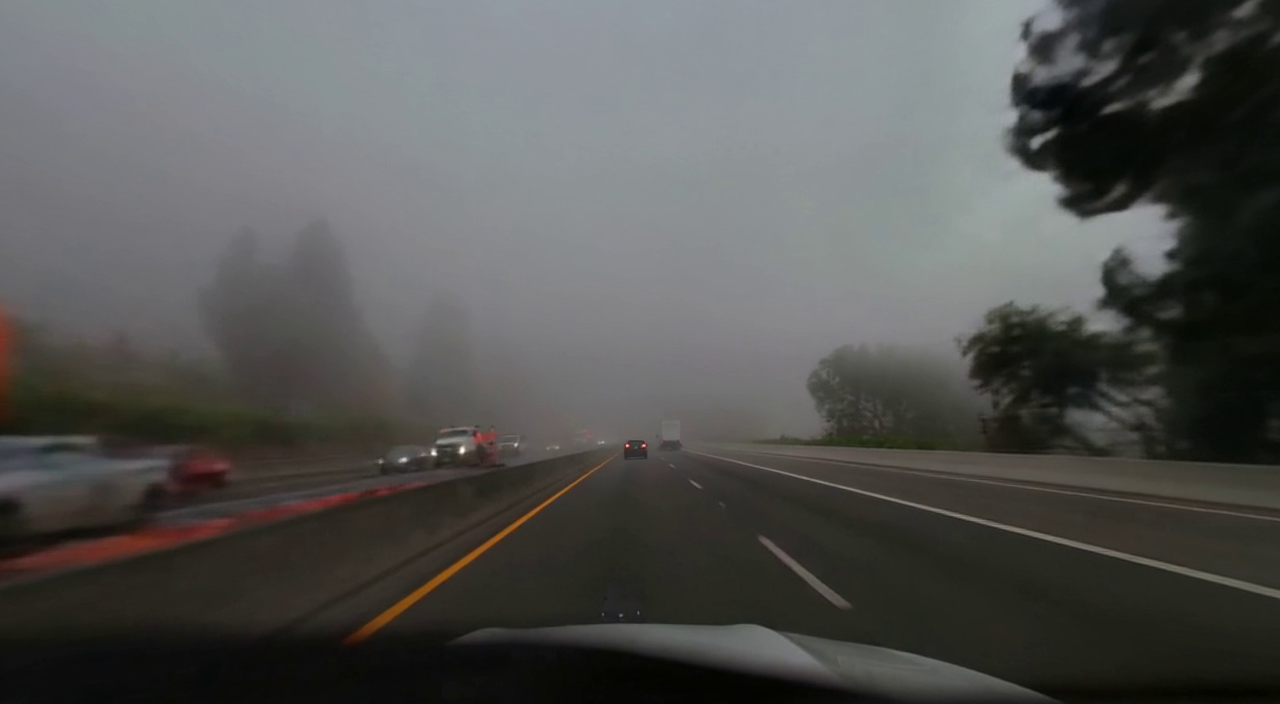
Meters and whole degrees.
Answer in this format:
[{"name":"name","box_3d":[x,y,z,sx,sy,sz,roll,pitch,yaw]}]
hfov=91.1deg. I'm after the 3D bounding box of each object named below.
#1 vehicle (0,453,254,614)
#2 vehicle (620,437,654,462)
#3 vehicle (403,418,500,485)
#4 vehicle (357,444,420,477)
[{"name":"vehicle","box_3d":[-8.096,2.016,7.031,2.765,1.562,7.080,0,-8,3]},{"name":"vehicle","box_3d":[-0.221,6.195,39.857,2.004,1.472,4.075,0,-8,-1]},{"name":"vehicle","box_3d":[-8.079,4.331,27.711,2.453,2.460,6.190,-3,-8,-1]},{"name":"vehicle","box_3d":[-13.612,5.870,34.222,1.889,1.606,3.758,-1,-8,0]}]
